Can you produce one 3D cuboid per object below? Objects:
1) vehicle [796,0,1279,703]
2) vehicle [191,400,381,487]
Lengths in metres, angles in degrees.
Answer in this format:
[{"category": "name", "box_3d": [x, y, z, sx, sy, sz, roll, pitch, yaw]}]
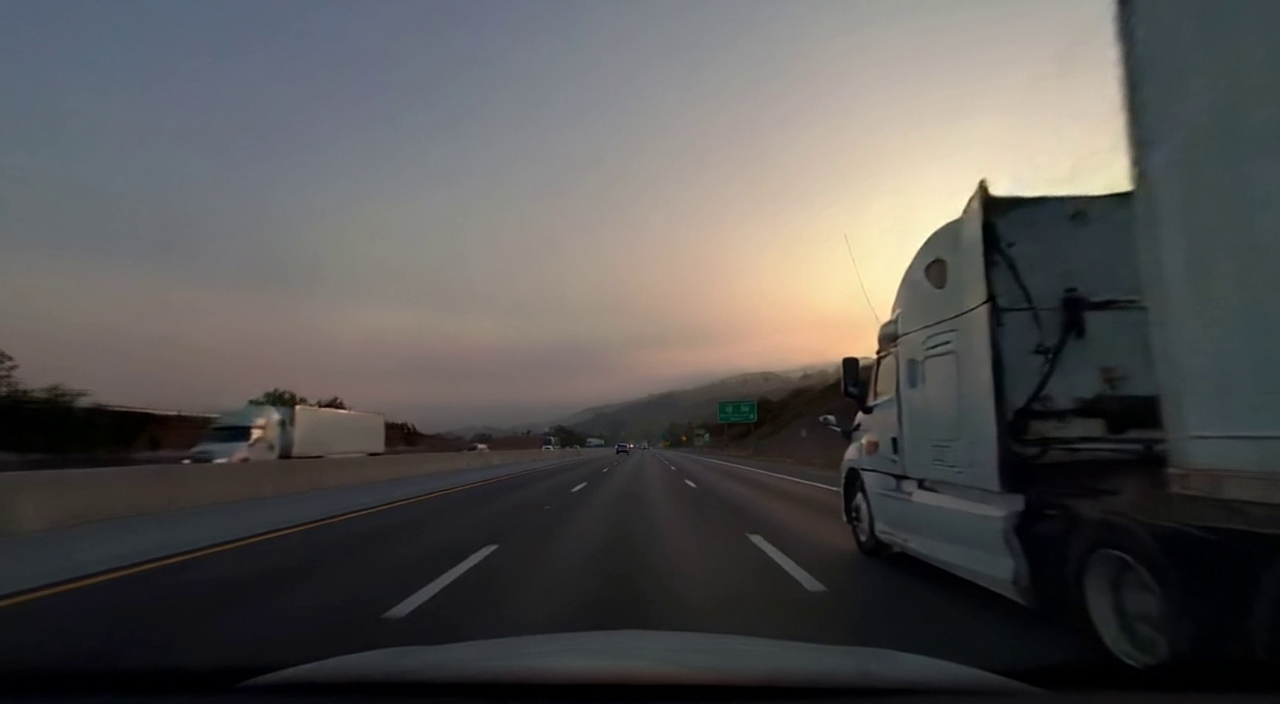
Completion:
[{"category": "vehicle", "box_3d": [3.747, 0.109, 5.524, 3.079, 3.852, 6.223, 0, -8, 0]}, {"category": "vehicle", "box_3d": [-19.628, 5.338, 36.773, 2.919, 4.097, 14.005, 0, -8, 0]}]
